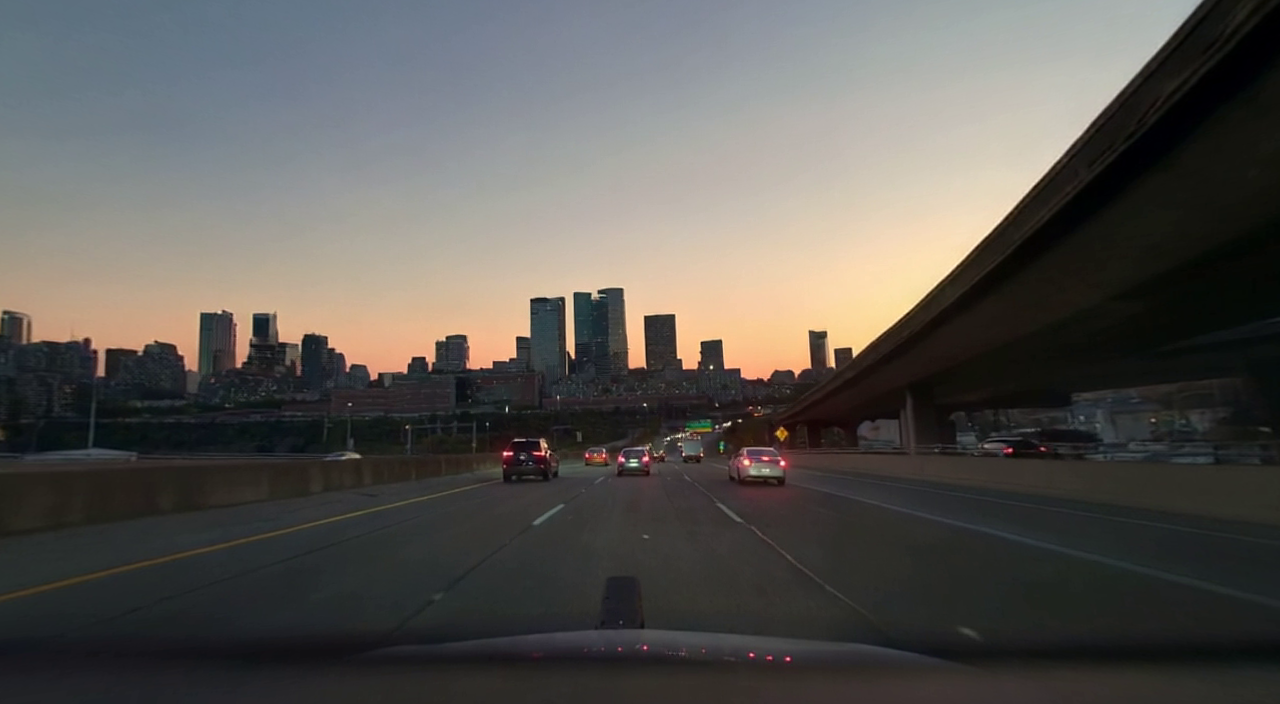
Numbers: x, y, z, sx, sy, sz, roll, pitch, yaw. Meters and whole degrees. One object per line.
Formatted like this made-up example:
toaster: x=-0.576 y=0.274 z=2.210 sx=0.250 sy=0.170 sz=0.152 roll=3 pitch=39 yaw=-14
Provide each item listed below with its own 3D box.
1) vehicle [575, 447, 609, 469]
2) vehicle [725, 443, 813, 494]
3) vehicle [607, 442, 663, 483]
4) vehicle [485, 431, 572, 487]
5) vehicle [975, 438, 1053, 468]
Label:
vehicle: x=-3.323 y=7.407 z=44.299 sx=1.868 sy=1.431 sz=4.055 roll=0 pitch=-9 yaw=2
vehicle: x=4.093 y=3.744 z=20.669 sx=1.974 sy=1.490 sz=3.994 roll=0 pitch=-9 yaw=-1
vehicle: x=-0.162 y=4.402 z=25.389 sx=2.089 sy=1.493 sz=3.964 roll=0 pitch=-9 yaw=1
vehicle: x=-3.924 y=3.876 z=23.067 sx=2.142 sy=1.819 sz=4.648 roll=0 pitch=-9 yaw=2
vehicle: x=26.674 y=7.259 z=45.281 sx=2.376 sy=1.988 sz=6.109 roll=-1 pitch=-9 yaw=6
